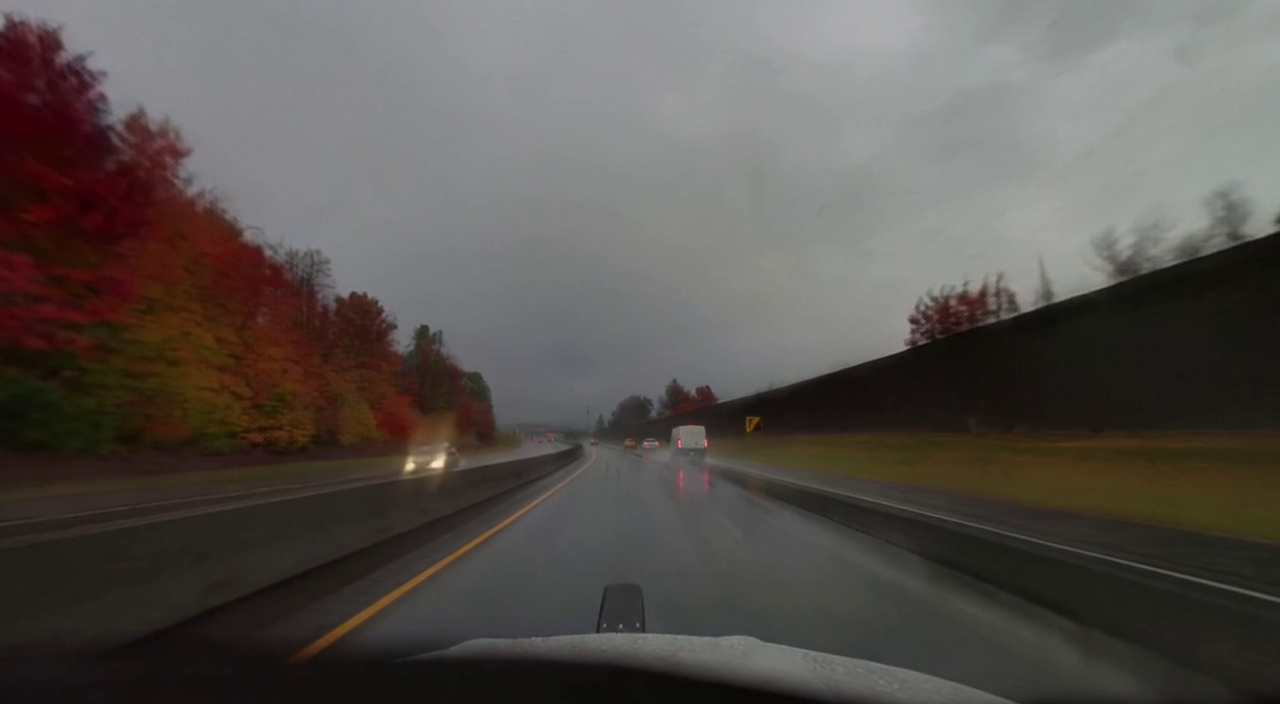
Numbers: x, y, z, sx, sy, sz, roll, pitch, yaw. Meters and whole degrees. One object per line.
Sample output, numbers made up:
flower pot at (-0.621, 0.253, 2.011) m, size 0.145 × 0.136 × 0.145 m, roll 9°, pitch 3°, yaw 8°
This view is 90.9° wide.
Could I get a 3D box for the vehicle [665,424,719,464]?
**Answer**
vehicle at (2.849, 5.229, 35.753) m, size 2.393 × 2.072 × 4.958 m, roll 1°, pitch -8°, yaw -3°
